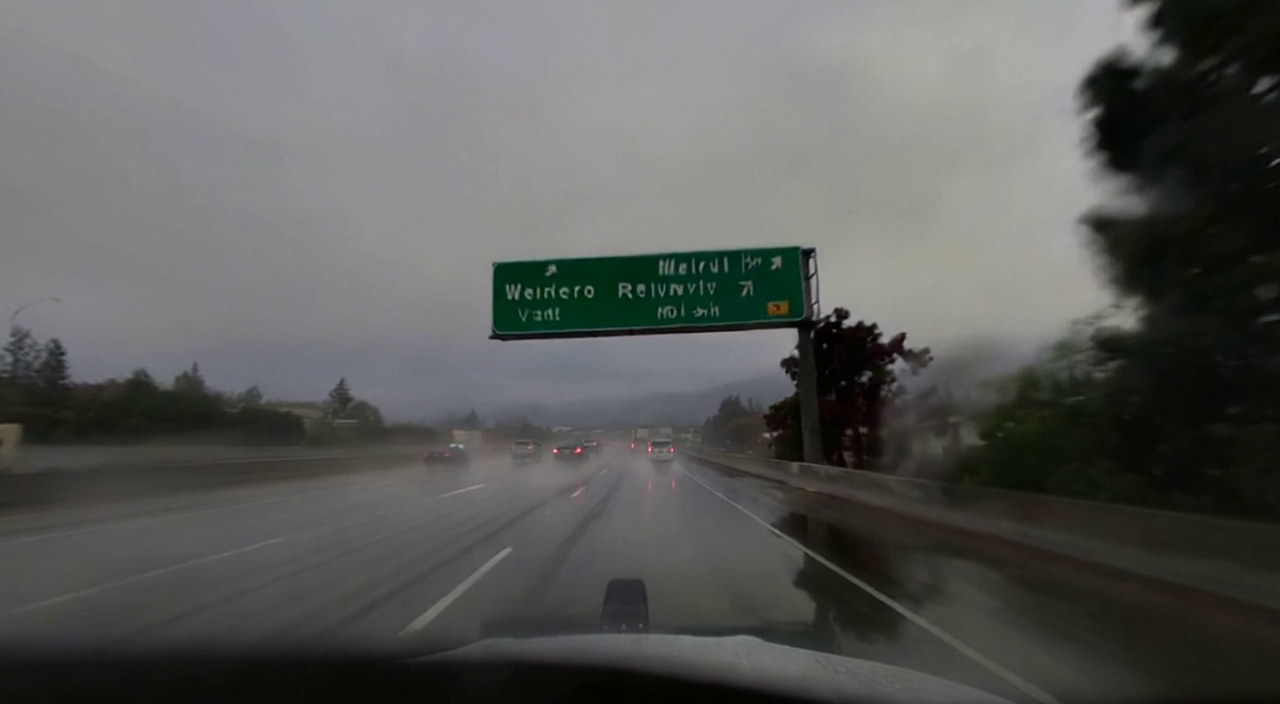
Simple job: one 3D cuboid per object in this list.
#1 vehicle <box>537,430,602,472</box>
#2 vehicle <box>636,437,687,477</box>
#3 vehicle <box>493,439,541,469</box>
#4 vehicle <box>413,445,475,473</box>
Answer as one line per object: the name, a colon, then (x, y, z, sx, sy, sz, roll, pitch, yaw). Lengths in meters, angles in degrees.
vehicle: (-3.672, 5.340, 34.262, 2.751, 2.050, 5.761, 0, -8, 1)
vehicle: (0.873, 4.768, 28.933, 2.135, 1.697, 4.757, 0, -8, 0)
vehicle: (-7.803, 6.513, 40.539, 2.078, 1.779, 4.610, 0, -8, 1)
vehicle: (-11.089, 6.054, 36.072, 1.951, 1.491, 4.697, 0, -8, 1)
